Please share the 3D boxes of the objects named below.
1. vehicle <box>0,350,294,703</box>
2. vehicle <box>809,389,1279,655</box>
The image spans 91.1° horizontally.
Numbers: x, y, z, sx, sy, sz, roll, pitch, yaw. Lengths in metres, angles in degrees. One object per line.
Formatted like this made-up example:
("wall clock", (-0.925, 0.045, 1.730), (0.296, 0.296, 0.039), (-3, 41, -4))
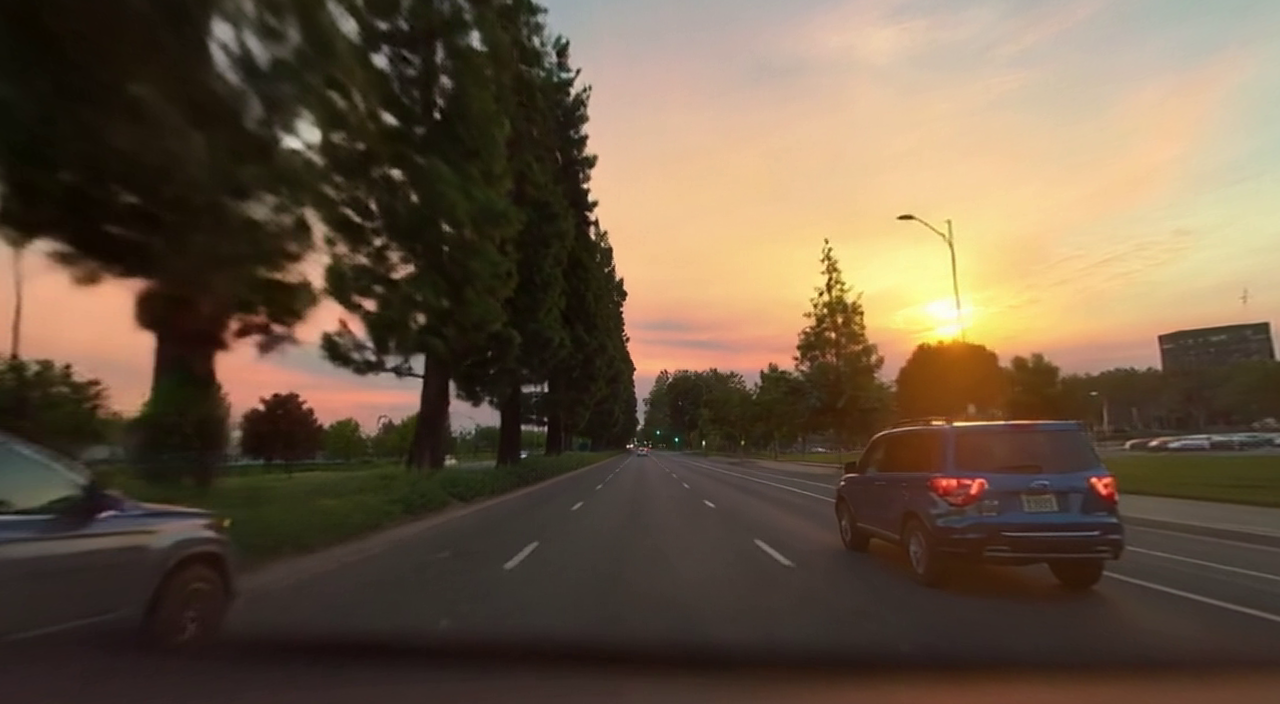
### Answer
("vehicle", (-3.448, 0.782, 2.154), (2.025, 1.635, 4.293), (0, -8, 0))
("vehicle", (3.585, 1.498, 6.759), (2.087, 1.759, 5.040), (0, -8, 0))
